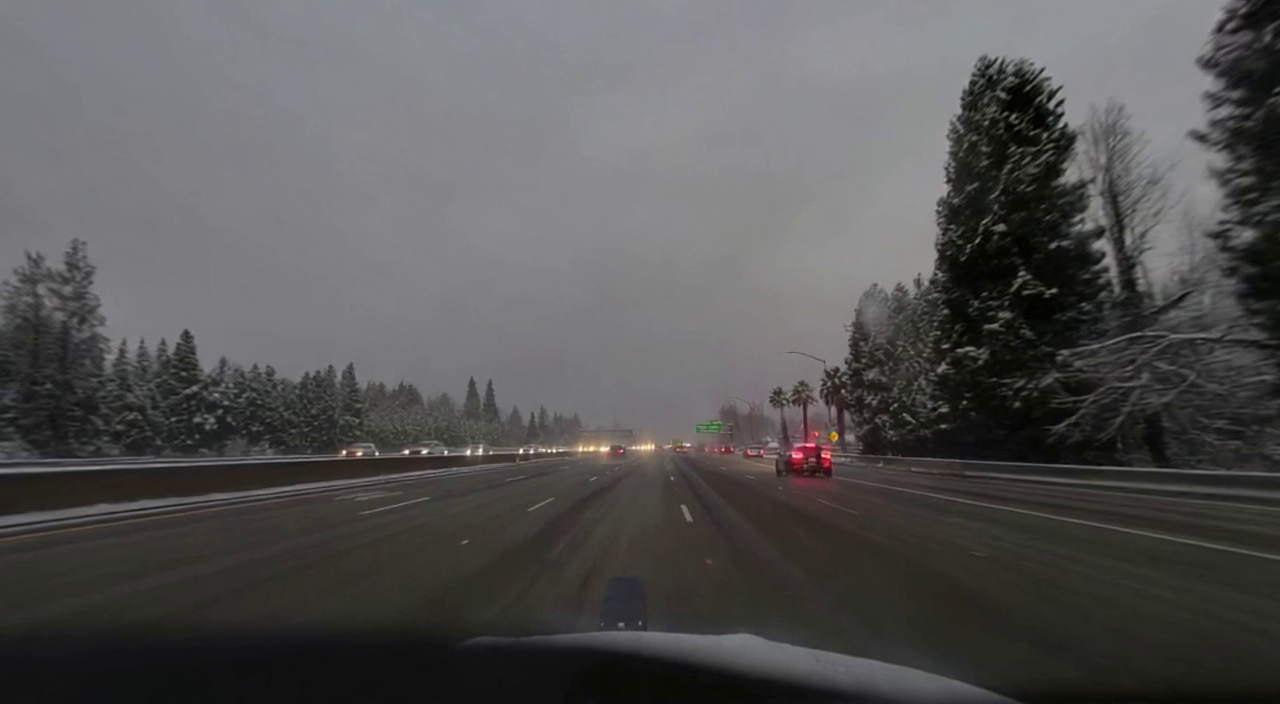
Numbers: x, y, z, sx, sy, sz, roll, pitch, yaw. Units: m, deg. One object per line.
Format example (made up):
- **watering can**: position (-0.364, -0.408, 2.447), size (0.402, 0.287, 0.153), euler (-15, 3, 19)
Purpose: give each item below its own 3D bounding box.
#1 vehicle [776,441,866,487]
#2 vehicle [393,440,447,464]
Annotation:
- **vehicle**: position (6.668, 4.172, 23.845), size (2.071, 1.543, 4.702), euler (0, -8, 1)
- **vehicle**: position (-15.320, 6.988, 44.165), size (1.926, 1.595, 4.540), euler (-1, -8, 3)
